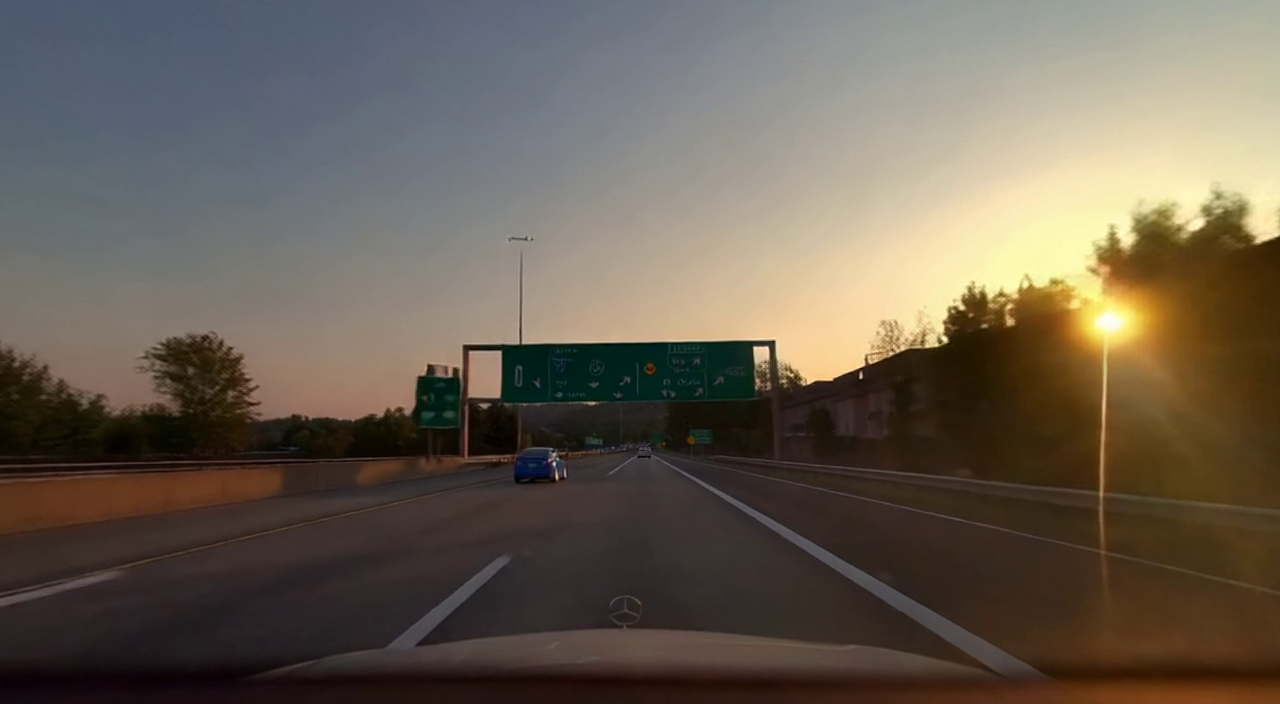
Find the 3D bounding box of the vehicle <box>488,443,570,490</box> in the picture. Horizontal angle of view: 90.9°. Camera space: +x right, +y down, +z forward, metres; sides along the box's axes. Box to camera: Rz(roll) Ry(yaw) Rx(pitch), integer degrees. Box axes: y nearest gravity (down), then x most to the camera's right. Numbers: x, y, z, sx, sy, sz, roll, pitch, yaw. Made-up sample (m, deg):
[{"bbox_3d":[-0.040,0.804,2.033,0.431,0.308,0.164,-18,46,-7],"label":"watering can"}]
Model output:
[{"bbox_3d":[-3.963,4.198,23.355,2.160,1.552,4.592,0,-9,1],"label":"vehicle"}]
